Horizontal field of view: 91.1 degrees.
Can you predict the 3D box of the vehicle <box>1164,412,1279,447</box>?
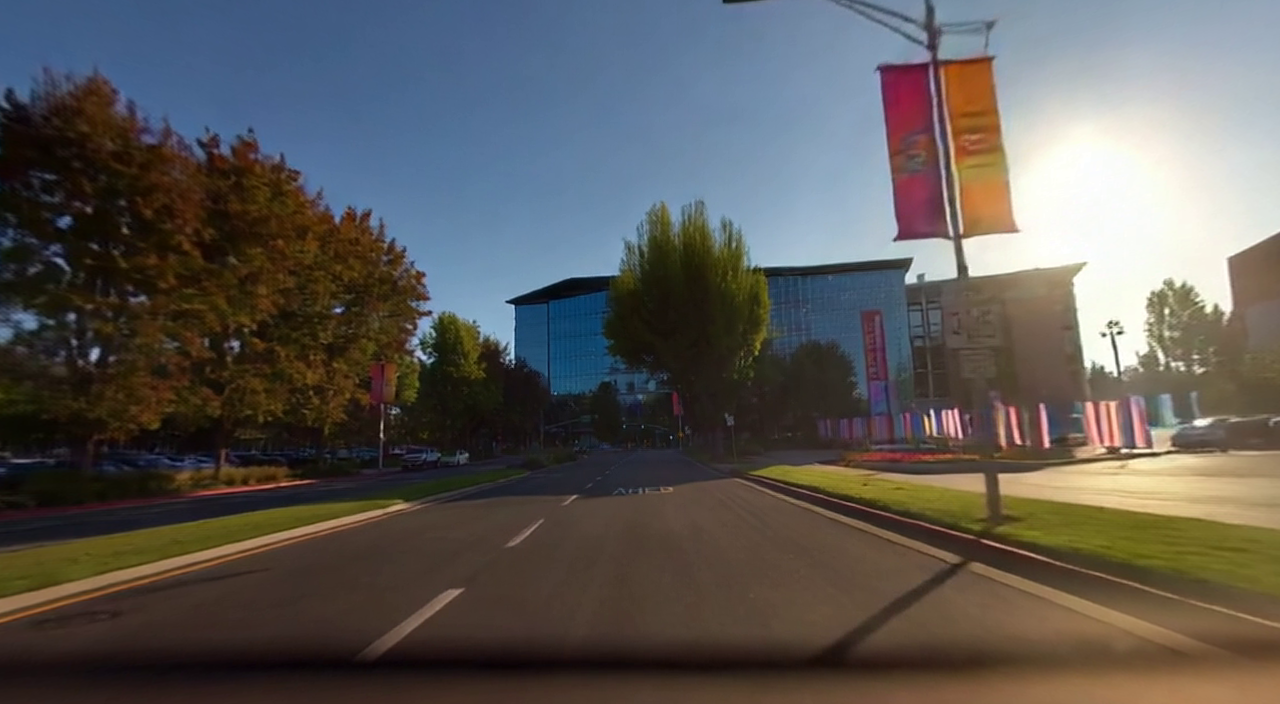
[{"bbox_3d":[28.081,3.788,30.277,1.895,1.503,4.234,0,-9,0],"label":"vehicle"}]
